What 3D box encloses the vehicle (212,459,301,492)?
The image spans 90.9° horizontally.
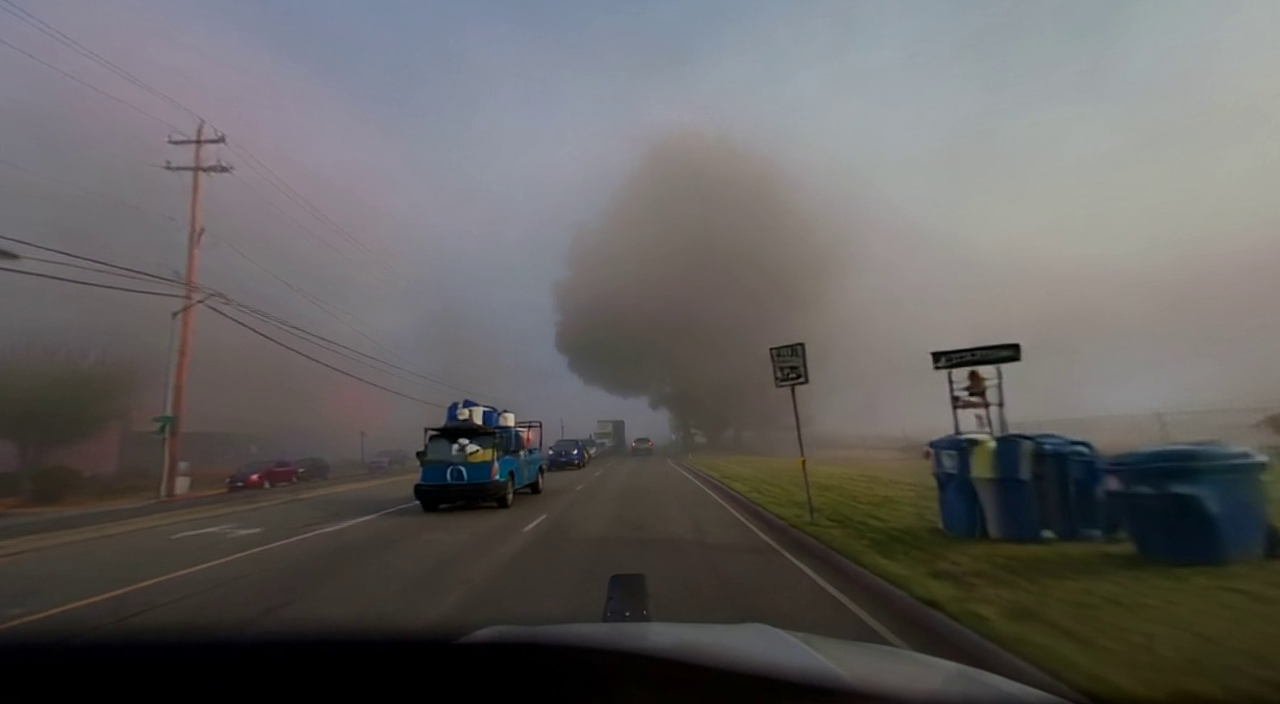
[{"bbox_3d":[-19.840,6.401,32.895,2.099,1.449,4.749,1,-8,-6],"label":"vehicle"}]

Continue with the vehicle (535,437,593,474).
[{"bbox_3d":[-3.231,4.481,27.586,1.998,1.466,4.124,0,-8,1],"label":"vehicle"}]

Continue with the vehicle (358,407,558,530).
[{"bbox_3d":[-3.065,2.121,12.045,2.180,1.818,5.117,0,-8,1],"label":"vehicle"}]

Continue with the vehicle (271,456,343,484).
[{"bbox_3d":[-20.380,7.227,38.774,2.231,1.478,4.603,1,-8,-5],"label":"vehicle"}]
